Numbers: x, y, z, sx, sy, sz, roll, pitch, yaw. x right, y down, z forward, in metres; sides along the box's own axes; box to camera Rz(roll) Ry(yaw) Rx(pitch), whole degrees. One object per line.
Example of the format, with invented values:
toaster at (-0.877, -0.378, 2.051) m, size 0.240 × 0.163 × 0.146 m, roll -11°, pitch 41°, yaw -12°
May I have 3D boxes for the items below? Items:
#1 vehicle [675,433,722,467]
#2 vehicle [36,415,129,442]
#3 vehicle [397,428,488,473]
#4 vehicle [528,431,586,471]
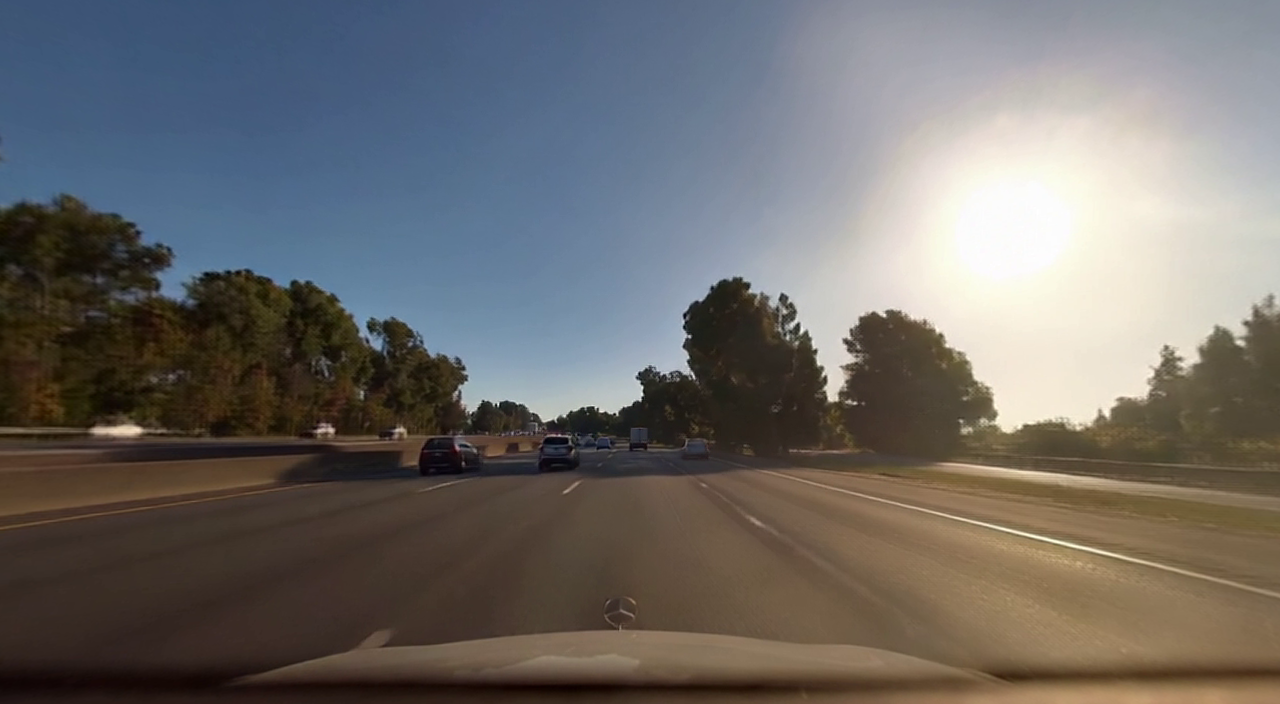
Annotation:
vehicle at (3.086, 5.297, 33.953) m, size 2.053 × 1.698 × 4.097 m, roll 0°, pitch -9°, yaw -1°
vehicle at (-31.903, 4.433, 36.161) m, size 1.800 × 1.439 × 3.761 m, roll 0°, pitch -9°, yaw 2°
vehicle at (-8.129, 4.123, 26.462) m, size 2.237 × 1.703 × 4.681 m, roll 0°, pitch -9°, yaw 0°
vehicle at (-3.643, 4.462, 28.446) m, size 2.002 × 1.680 × 4.301 m, roll 0°, pitch -9°, yaw 0°
